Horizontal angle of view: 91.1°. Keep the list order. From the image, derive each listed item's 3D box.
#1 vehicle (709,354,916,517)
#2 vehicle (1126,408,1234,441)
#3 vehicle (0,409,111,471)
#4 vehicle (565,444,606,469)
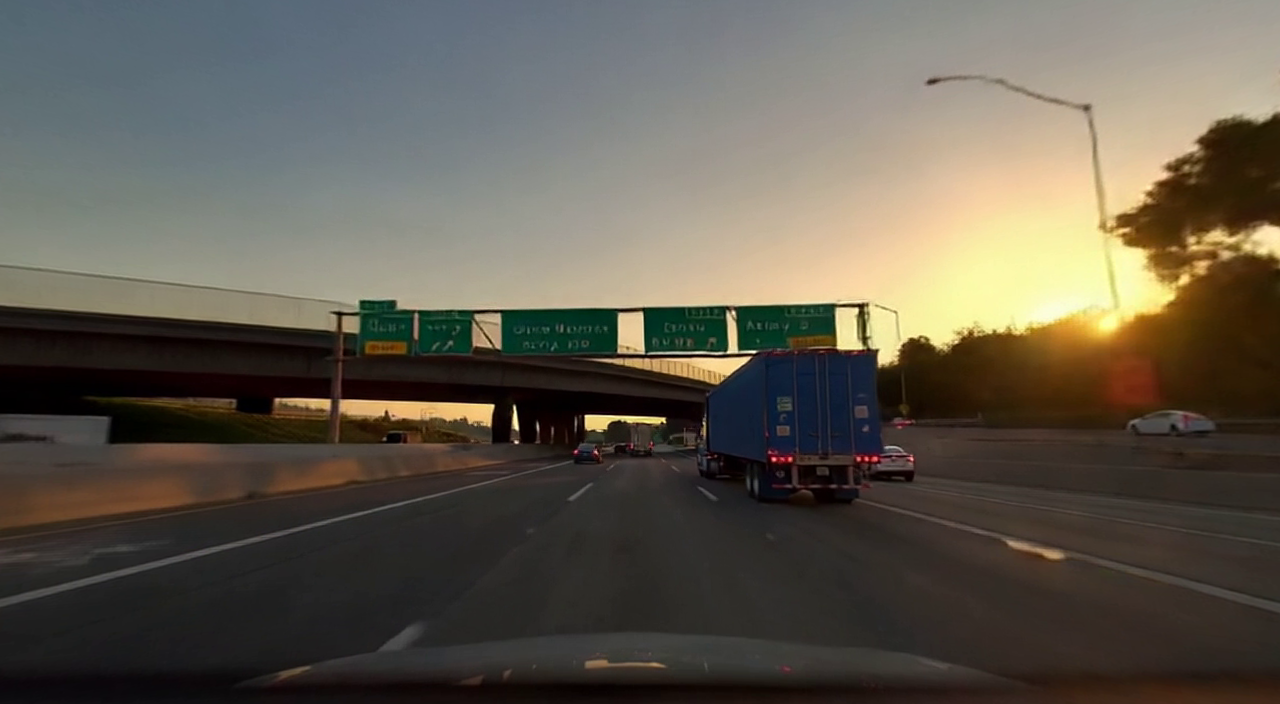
[{"bbox_3d":[4.152,2.499,18.399,3.049,3.395,10.595,0,-9,0],"label":"vehicle"},{"bbox_3d":[28.762,3.917,33.626,1.928,1.603,4.315,2,-7,-1],"label":"vehicle"},{"bbox_3d":[-33.802,4.842,34.418,2.918,3.123,7.412,0,-9,0],"label":"vehicle"},{"bbox_3d":[-3.466,6.738,40.649,2.143,1.529,4.918,0,-9,1],"label":"vehicle"}]
